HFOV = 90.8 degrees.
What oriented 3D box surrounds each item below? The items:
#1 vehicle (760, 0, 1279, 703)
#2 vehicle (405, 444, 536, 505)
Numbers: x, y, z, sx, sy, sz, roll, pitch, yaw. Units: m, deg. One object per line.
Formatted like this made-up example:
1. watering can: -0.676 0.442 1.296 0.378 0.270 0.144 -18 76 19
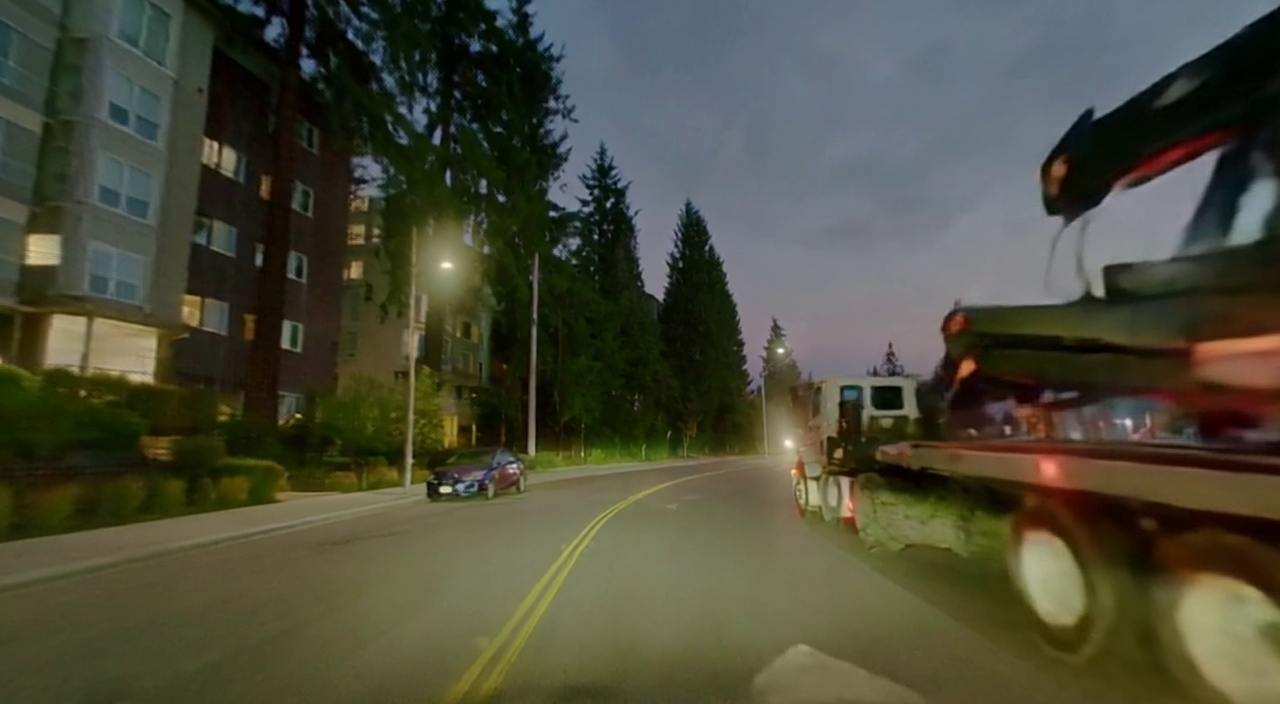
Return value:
1. vehicle: 3.880 0.778 6.572 2.834 3.143 12.517 0 -10 0
2. vehicle: -4.606 3.368 17.922 1.930 1.487 4.213 -2 -8 10
